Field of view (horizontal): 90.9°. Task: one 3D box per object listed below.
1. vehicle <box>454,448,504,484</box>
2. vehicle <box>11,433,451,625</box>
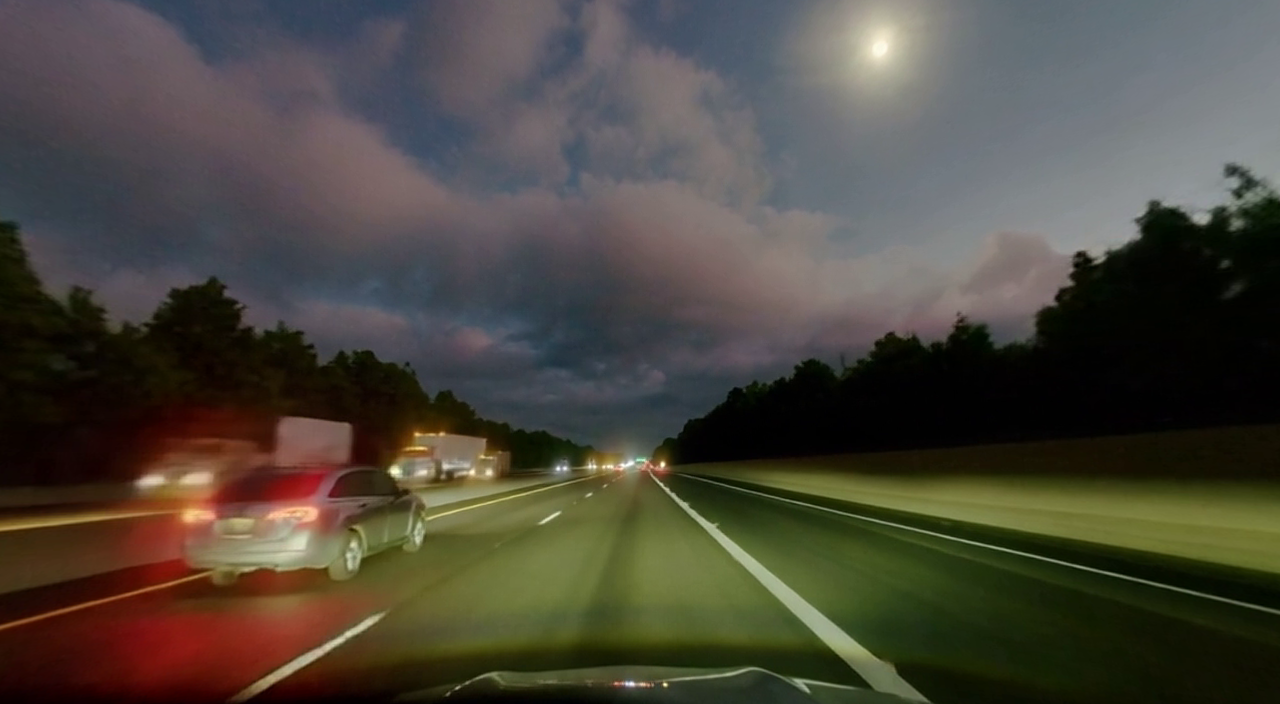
[{"bbox_3d":[-12.557,8.988,49.579,2.237,2.599,5.741,0,-10,1],"label":"vehicle"},{"bbox_3d":[-3.945,1.818,7.312,2.043,1.486,4.442,0,-10,1],"label":"vehicle"}]
